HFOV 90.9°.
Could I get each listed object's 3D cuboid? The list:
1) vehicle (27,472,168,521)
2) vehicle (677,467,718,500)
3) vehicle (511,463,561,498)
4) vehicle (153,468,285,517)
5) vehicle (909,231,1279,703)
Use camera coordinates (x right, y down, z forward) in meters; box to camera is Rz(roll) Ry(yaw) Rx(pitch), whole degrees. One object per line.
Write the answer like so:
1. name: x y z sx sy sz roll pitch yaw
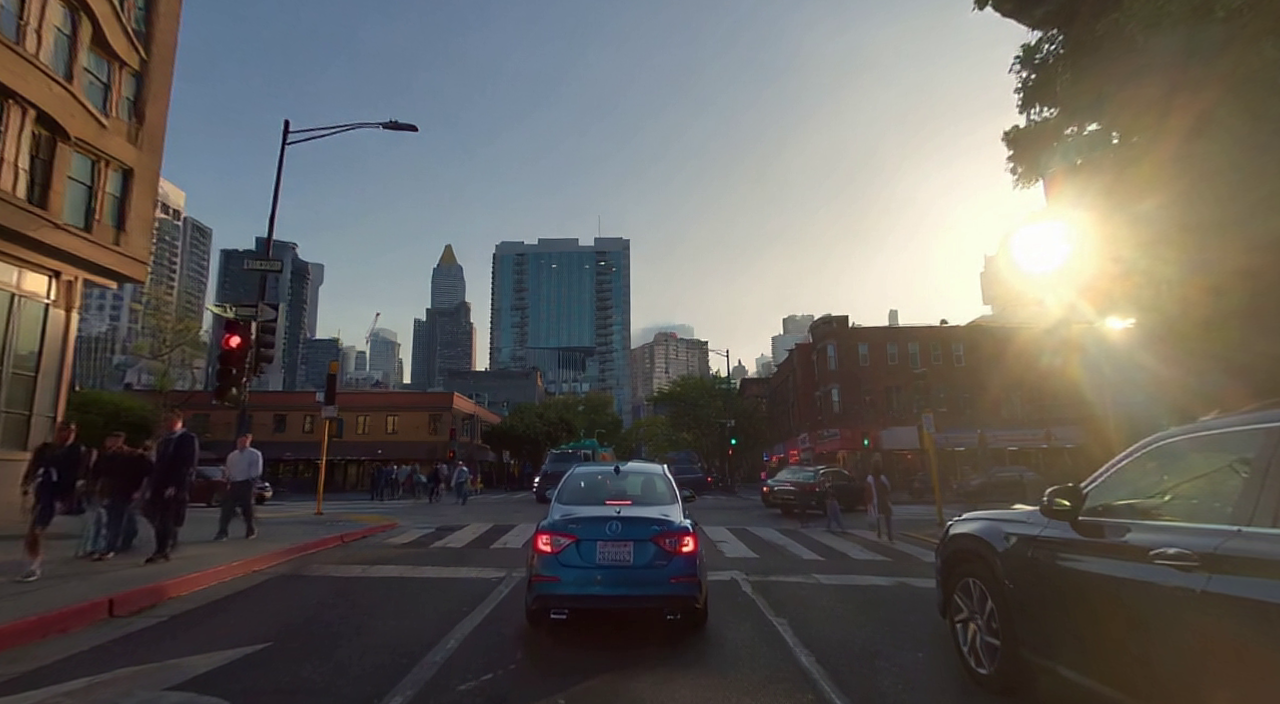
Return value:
1. vehicle: -25.486 6.771 29.740 4.588 2.048 2.110 0 -9 0
2. vehicle: 3.480 8.051 38.819 1.908 1.741 4.066 0 -9 -3
3. vehicle: -6.330 7.878 39.009 2.226 1.896 4.438 -1 -9 1
4. vehicle: -19.773 6.592 29.738 4.750 2.083 2.002 -1 -9 3
5. vehicle: 3.217 0.545 1.266 2.632 1.979 6.096 0 -9 0
